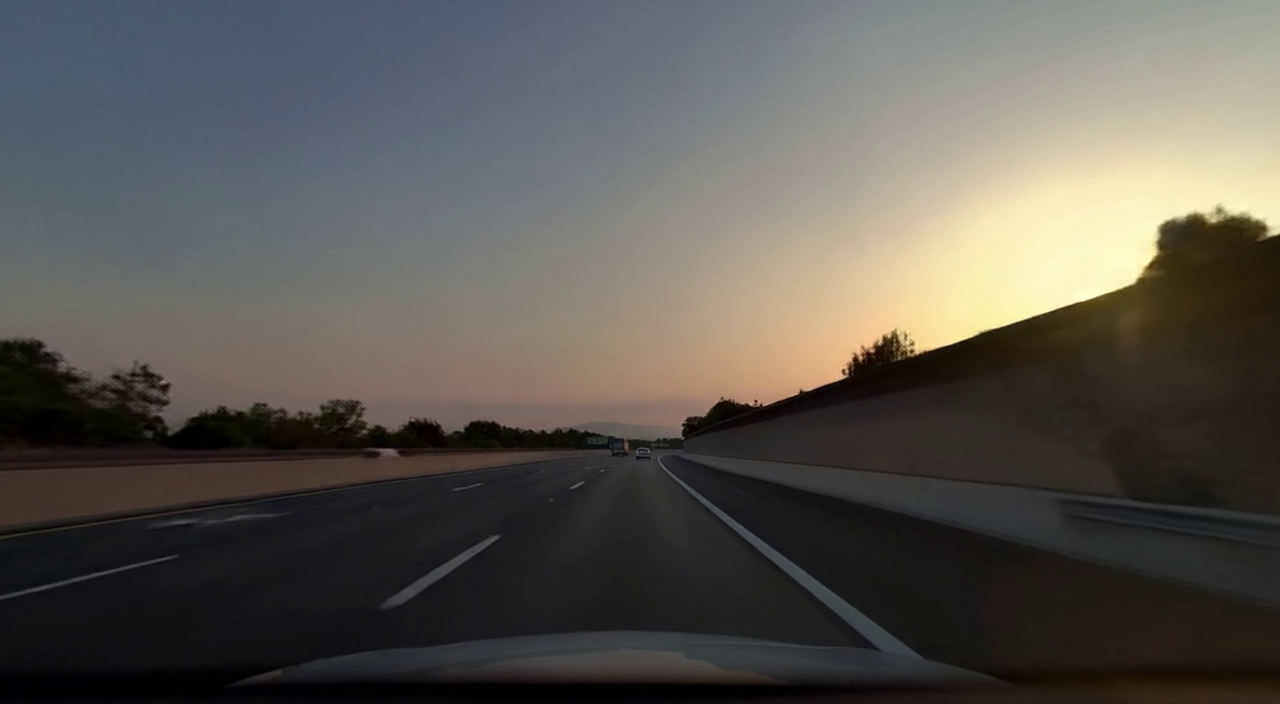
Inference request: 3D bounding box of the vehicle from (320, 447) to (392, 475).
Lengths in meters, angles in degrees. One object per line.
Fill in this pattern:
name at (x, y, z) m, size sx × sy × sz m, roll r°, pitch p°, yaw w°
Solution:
vehicle at (-16.325, 6.279, 36.421) m, size 1.870 × 1.465 × 4.860 m, roll 0°, pitch -9°, yaw 0°
